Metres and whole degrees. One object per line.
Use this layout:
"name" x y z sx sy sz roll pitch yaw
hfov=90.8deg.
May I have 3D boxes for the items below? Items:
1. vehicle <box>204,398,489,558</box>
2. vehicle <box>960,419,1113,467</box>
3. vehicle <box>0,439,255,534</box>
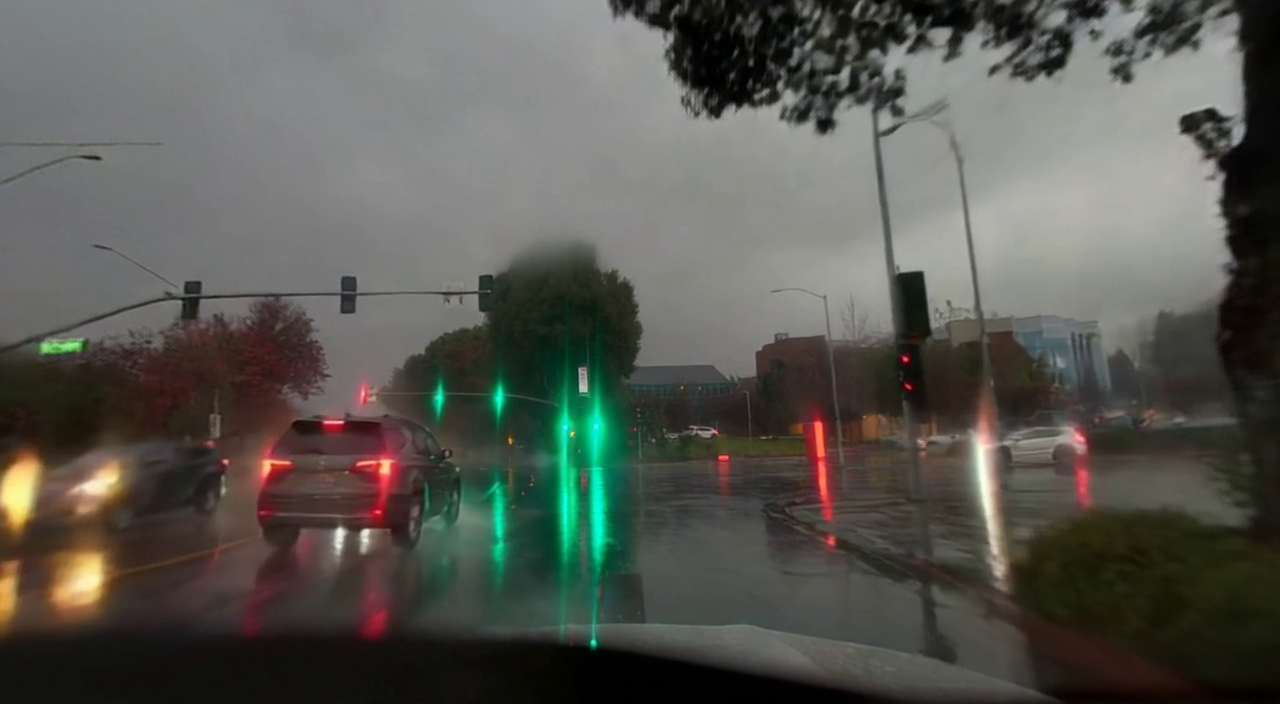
"vehicle" -3.956 1.822 9.812 2.134 1.799 5.082 0 -9 -2
"vehicle" 15.965 3.733 25.827 4.857 1.803 2.147 -4 -10 22
"vehicle" -11.382 2.964 14.622 2.433 1.784 4.681 1 -9 -7
